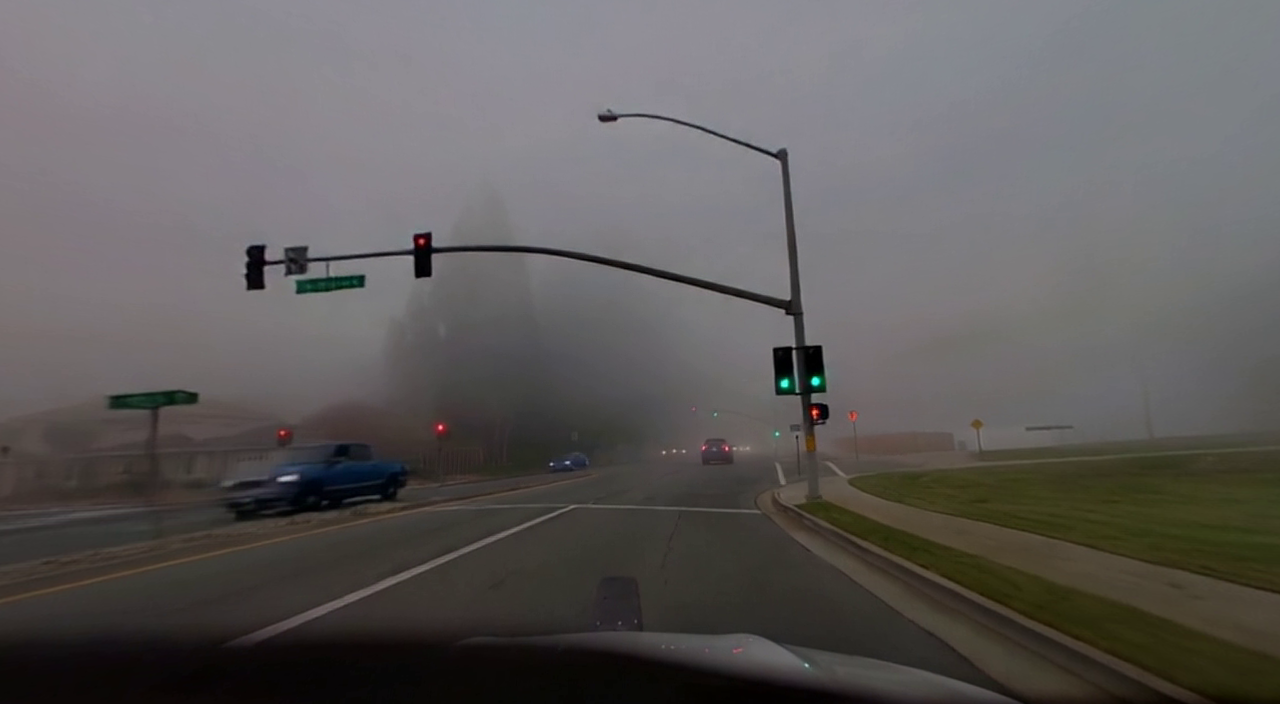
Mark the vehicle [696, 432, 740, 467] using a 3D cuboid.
[{"bbox_3d":[4.650,5.722,36.973,2.059,1.908,4.714,-2,-9,12],"label":"vehicle"}]

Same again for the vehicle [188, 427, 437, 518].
[{"bbox_3d":[-8.666,3.265,17.900,2.369,2.041,6.995,-2,-9,11],"label":"vehicle"}]

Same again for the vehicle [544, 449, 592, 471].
[{"bbox_3d":[-5.227,7.965,46.596,1.916,1.484,4.867,-2,-9,14],"label":"vehicle"}]
